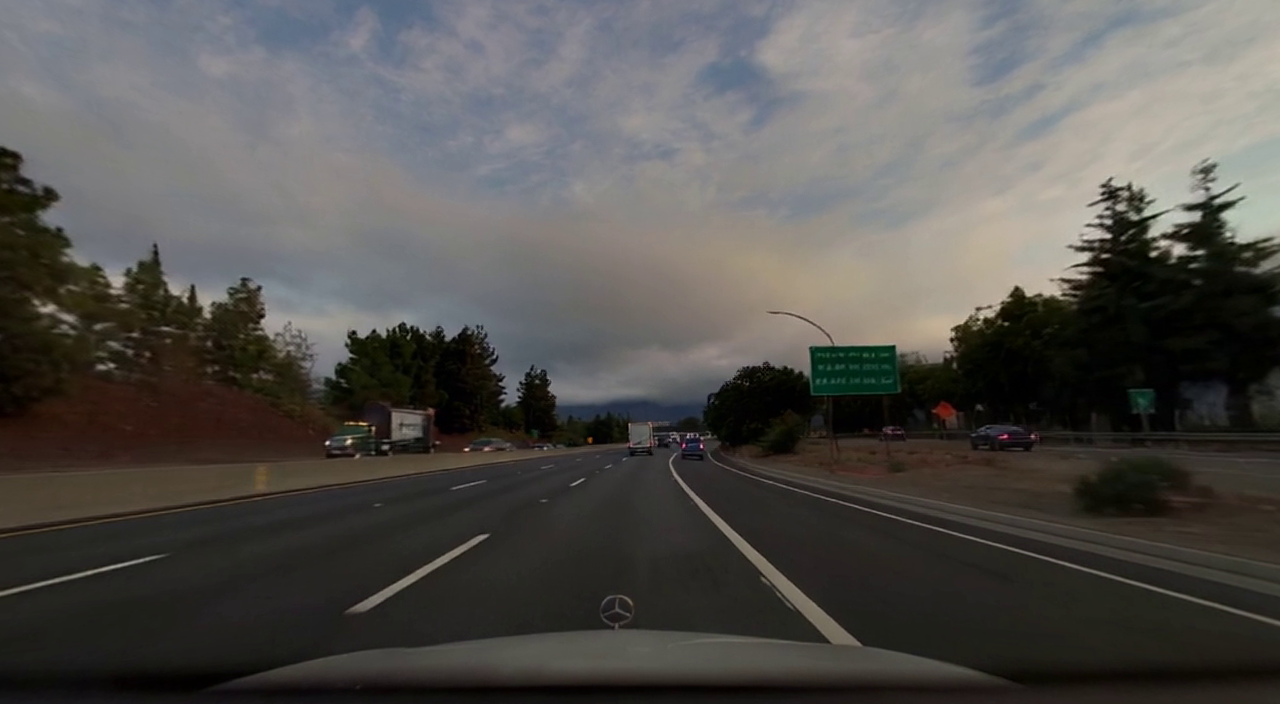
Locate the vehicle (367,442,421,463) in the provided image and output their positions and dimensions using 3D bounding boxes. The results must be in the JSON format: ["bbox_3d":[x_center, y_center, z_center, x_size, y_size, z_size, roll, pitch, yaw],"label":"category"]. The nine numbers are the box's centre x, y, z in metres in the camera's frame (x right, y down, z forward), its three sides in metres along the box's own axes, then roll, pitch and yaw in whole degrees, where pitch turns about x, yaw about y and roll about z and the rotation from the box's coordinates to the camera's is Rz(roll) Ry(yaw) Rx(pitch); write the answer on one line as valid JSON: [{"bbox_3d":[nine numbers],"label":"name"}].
[{"bbox_3d":[-18.192,7.413,46.894,1.918,1.464,4.768,-1,-9,3],"label":"vehicle"}]

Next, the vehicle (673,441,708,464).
[{"bbox_3d":[3.400,6.808,43.045,2.069,1.476,4.197,0,-9,0],"label":"vehicle"}]

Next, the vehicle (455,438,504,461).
[{"bbox_3d":[-11.905,7.270,47.195,2.189,1.669,4.753,0,-9,2],"label":"vehicle"}]

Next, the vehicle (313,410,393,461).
[{"bbox_3d":[-22.156,6.571,49.132,3.004,3.696,6.102,-1,-9,3],"label":"vehicle"}]
